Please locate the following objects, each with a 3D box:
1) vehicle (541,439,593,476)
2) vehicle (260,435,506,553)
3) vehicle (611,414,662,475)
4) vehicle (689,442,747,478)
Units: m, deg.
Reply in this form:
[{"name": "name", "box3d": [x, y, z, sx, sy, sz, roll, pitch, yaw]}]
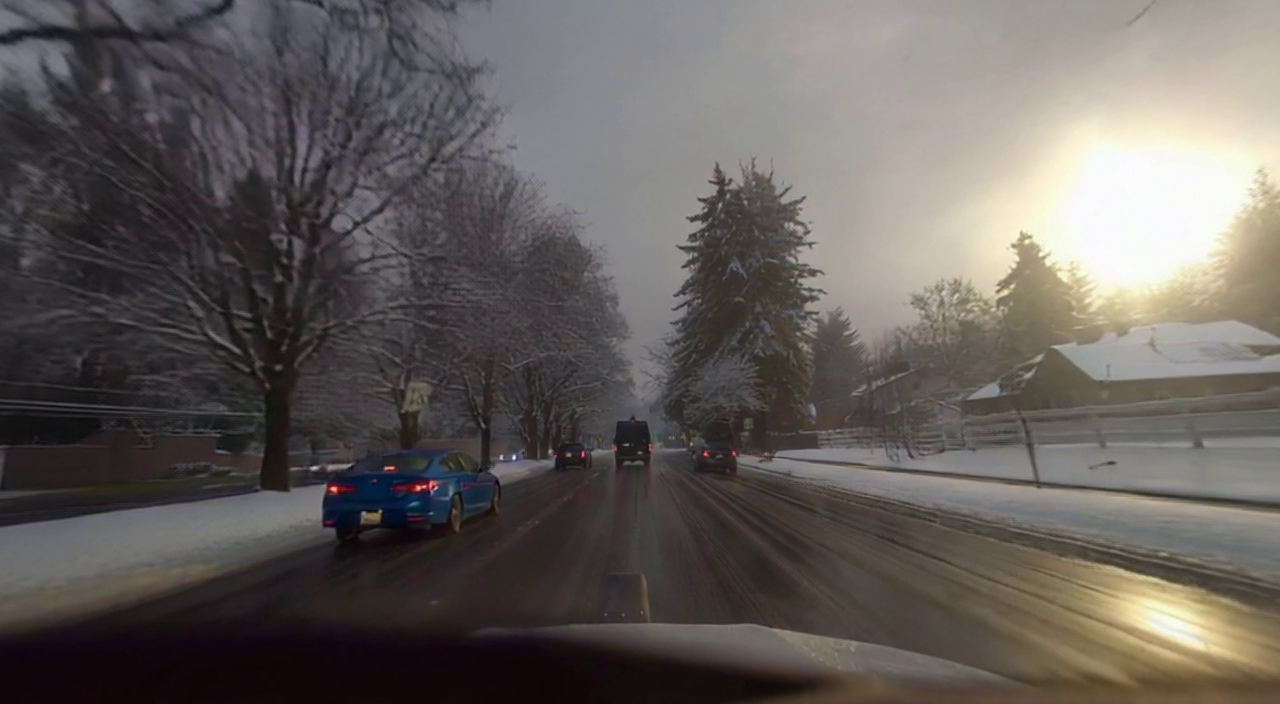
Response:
[{"name": "vehicle", "box3d": [-3.617, 5.295, 31.843, 2.021, 1.715, 4.329, 0, -8, 1]}, {"name": "vehicle", "box3d": [-3.766, 2.148, 10.341, 2.036, 1.474, 4.647, 0, -8, 1]}, {"name": "vehicle", "box3d": [-0.224, 4.645, 31.591, 2.311, 2.726, 5.814, 0, -8, -1]}, {"name": "vehicle", "box3d": [3.377, 4.747, 27.952, 1.945, 1.469, 4.258, 0, -8, -1]}]
